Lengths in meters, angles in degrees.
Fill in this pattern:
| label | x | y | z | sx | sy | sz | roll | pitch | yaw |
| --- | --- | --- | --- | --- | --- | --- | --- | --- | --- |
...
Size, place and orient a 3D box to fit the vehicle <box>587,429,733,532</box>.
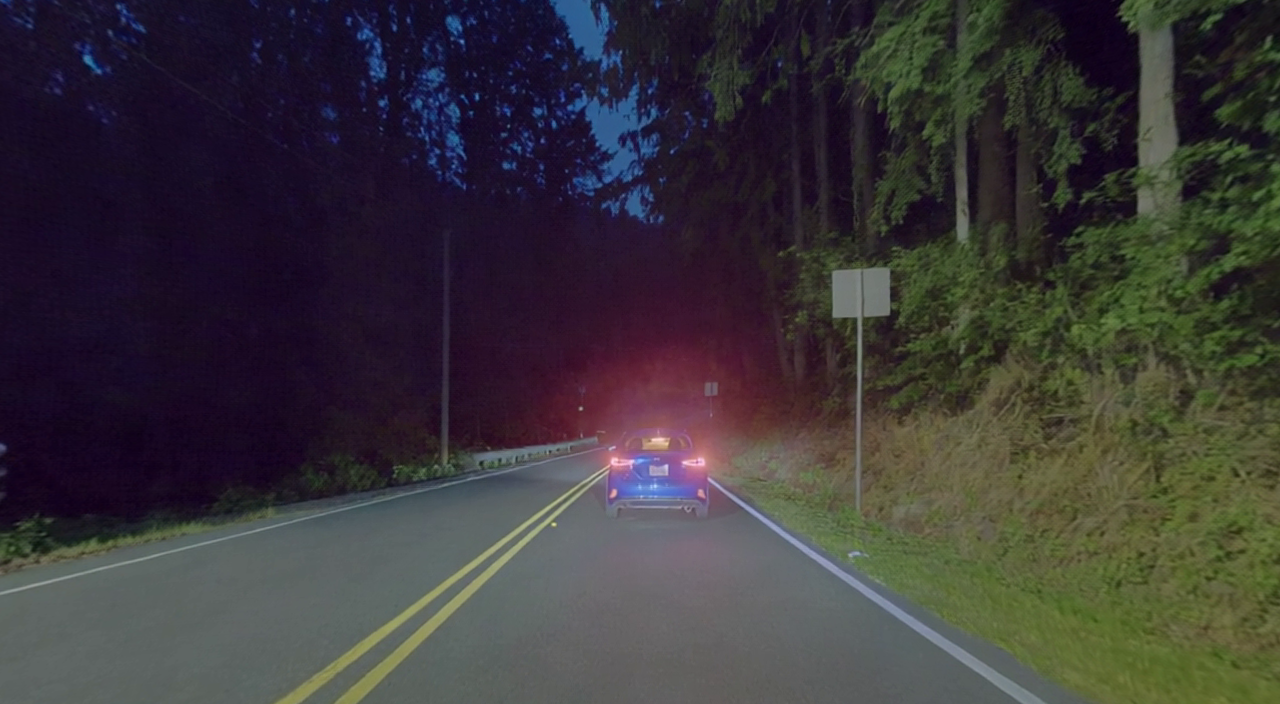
| label | x | y | z | sx | sy | sz | roll | pitch | yaw |
| --- | --- | --- | --- | --- | --- | --- | --- | --- | --- |
| vehicle | 0.317 | 2.215 | 11.397 | 2.187 | 1.533 | 3.726 | 0 | -8 | 0 |
